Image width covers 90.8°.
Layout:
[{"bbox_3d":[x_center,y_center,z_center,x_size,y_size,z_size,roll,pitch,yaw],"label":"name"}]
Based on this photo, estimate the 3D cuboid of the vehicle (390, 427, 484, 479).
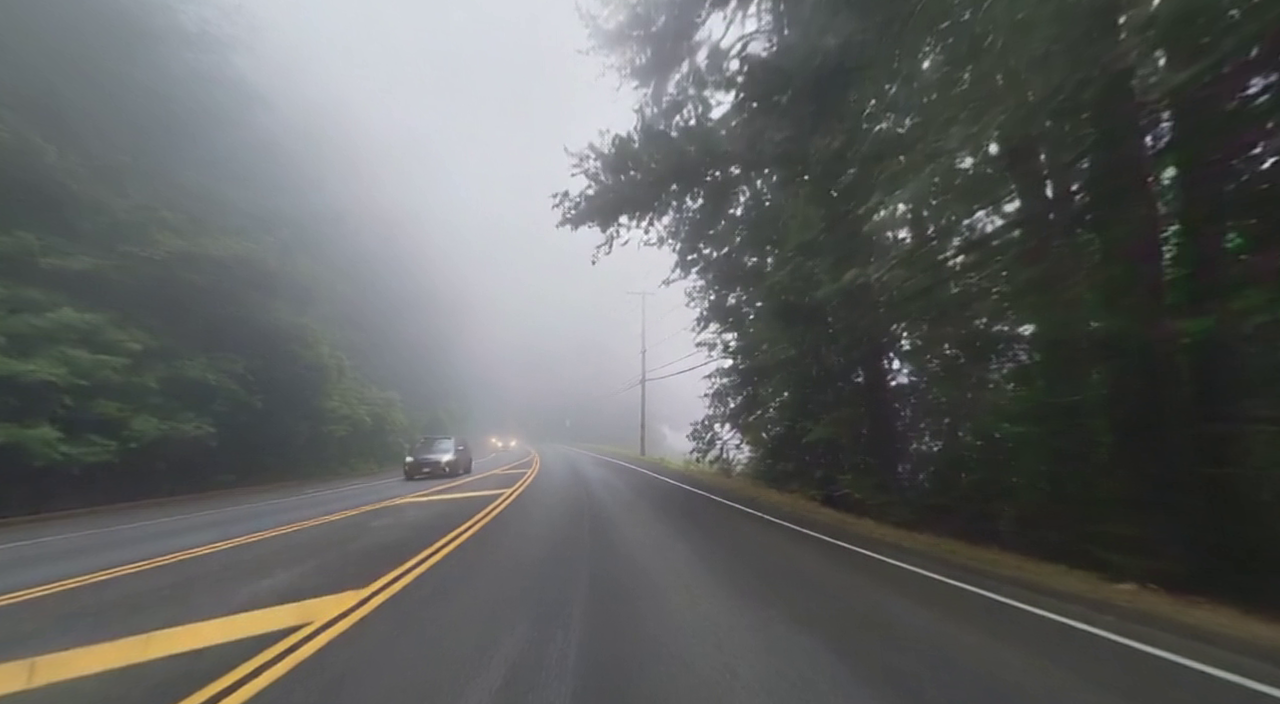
[{"bbox_3d":[-8.354,4.217,26.711,2.397,1.932,5.703,1,-8,-4],"label":"vehicle"}]
